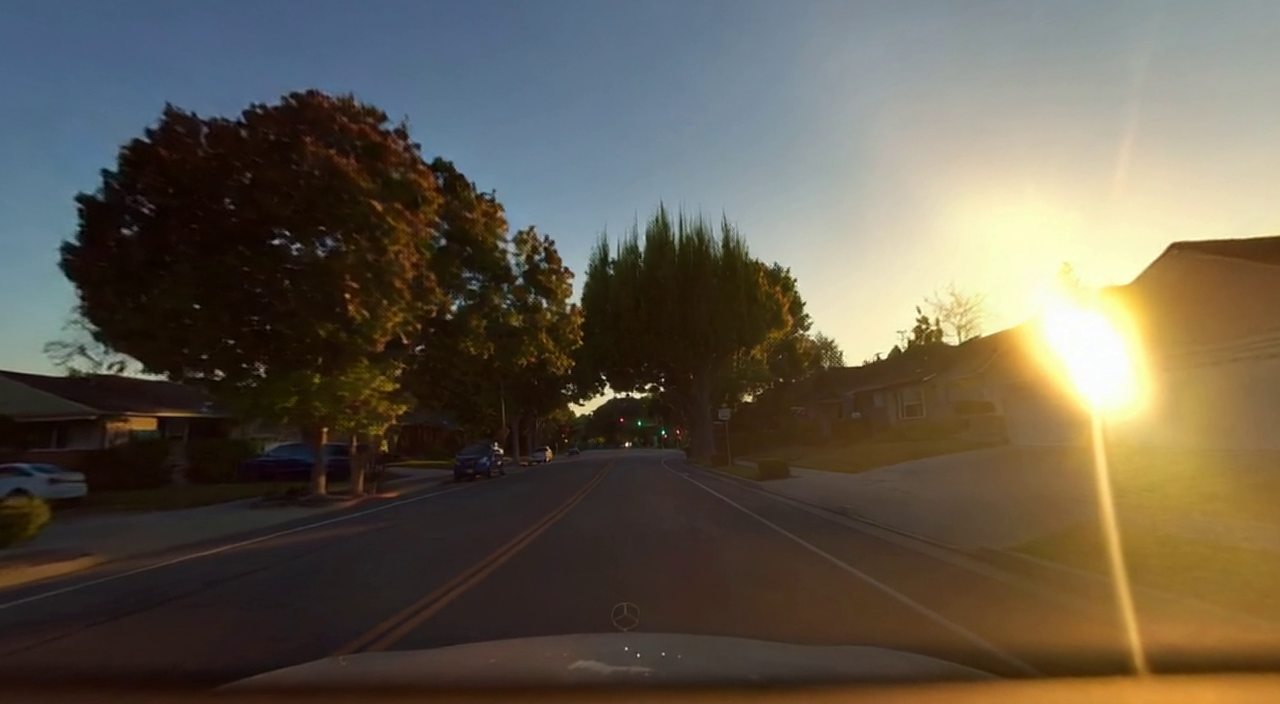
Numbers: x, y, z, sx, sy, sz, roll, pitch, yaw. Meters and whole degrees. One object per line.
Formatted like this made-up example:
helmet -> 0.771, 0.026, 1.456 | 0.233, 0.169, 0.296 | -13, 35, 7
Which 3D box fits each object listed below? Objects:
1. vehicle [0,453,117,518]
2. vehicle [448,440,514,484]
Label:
vehicle -> -19.192, 4.172, 19.831 | 1.961, 1.772, 4.253 | -4, -8, 0
vehicle -> -7.632, 5.296, 30.751 | 2.209, 1.807, 4.432 | -4, -8, -3
